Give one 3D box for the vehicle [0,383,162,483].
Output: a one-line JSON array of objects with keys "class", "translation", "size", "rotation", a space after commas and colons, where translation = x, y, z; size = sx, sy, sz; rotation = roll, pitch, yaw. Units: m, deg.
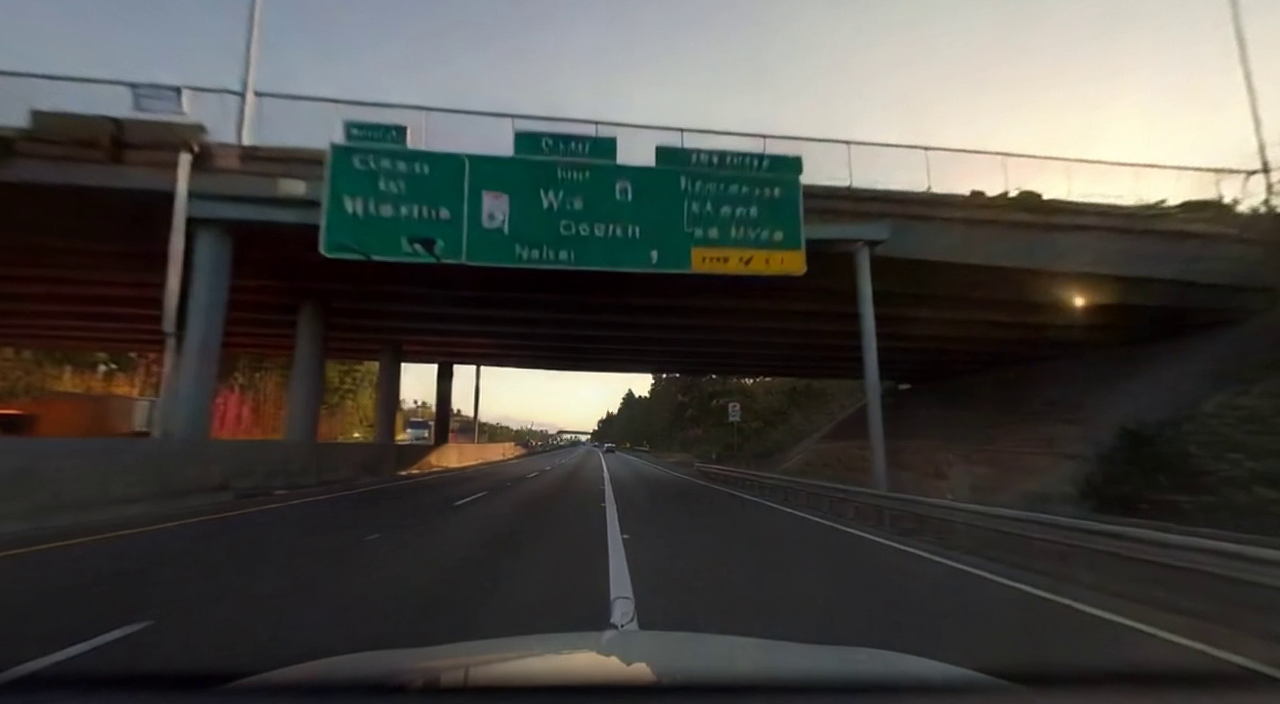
[{"class": "vehicle", "translation": [-19.451, 2.686, 20.119], "size": [2.621, 2.778, 7.284], "rotation": [0, -9, -3]}]
